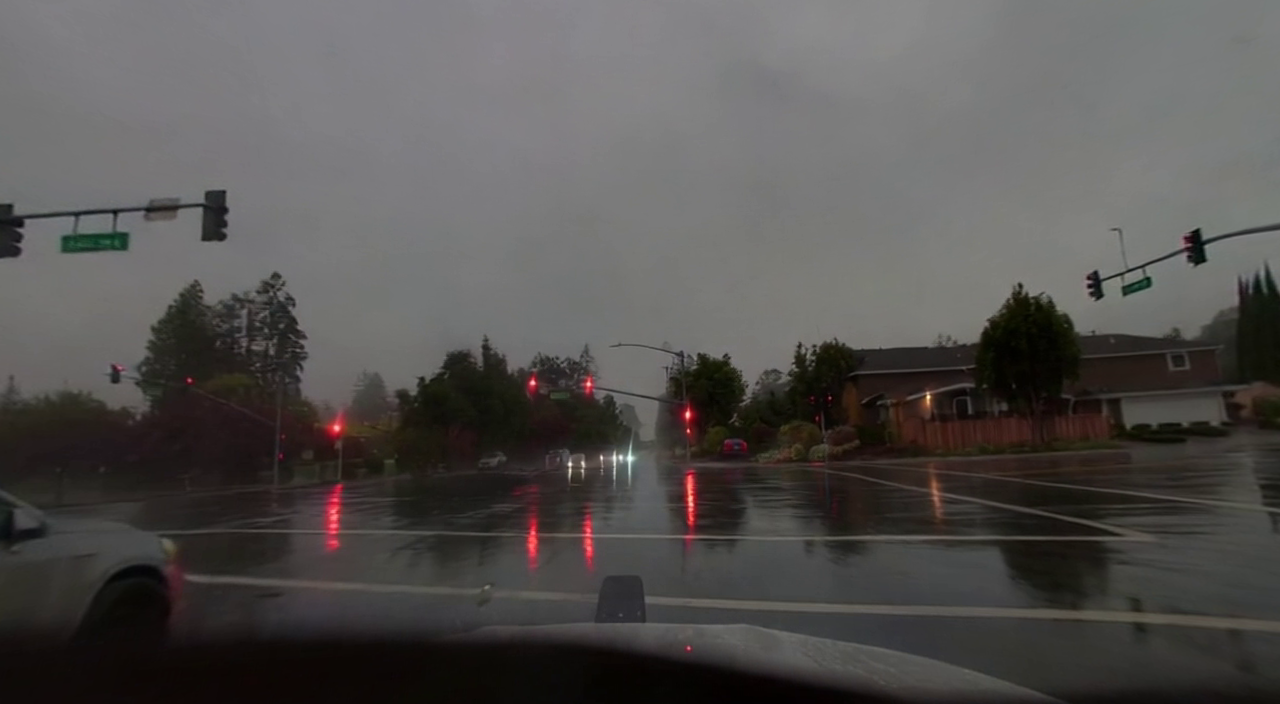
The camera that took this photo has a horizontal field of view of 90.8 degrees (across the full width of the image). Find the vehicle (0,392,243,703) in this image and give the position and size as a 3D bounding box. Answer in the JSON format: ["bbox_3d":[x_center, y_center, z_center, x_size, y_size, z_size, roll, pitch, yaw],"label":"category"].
[{"bbox_3d":[-3.657,0.901,2.395,1.777,1.537,3.831,0,-9,0],"label":"vehicle"}]
